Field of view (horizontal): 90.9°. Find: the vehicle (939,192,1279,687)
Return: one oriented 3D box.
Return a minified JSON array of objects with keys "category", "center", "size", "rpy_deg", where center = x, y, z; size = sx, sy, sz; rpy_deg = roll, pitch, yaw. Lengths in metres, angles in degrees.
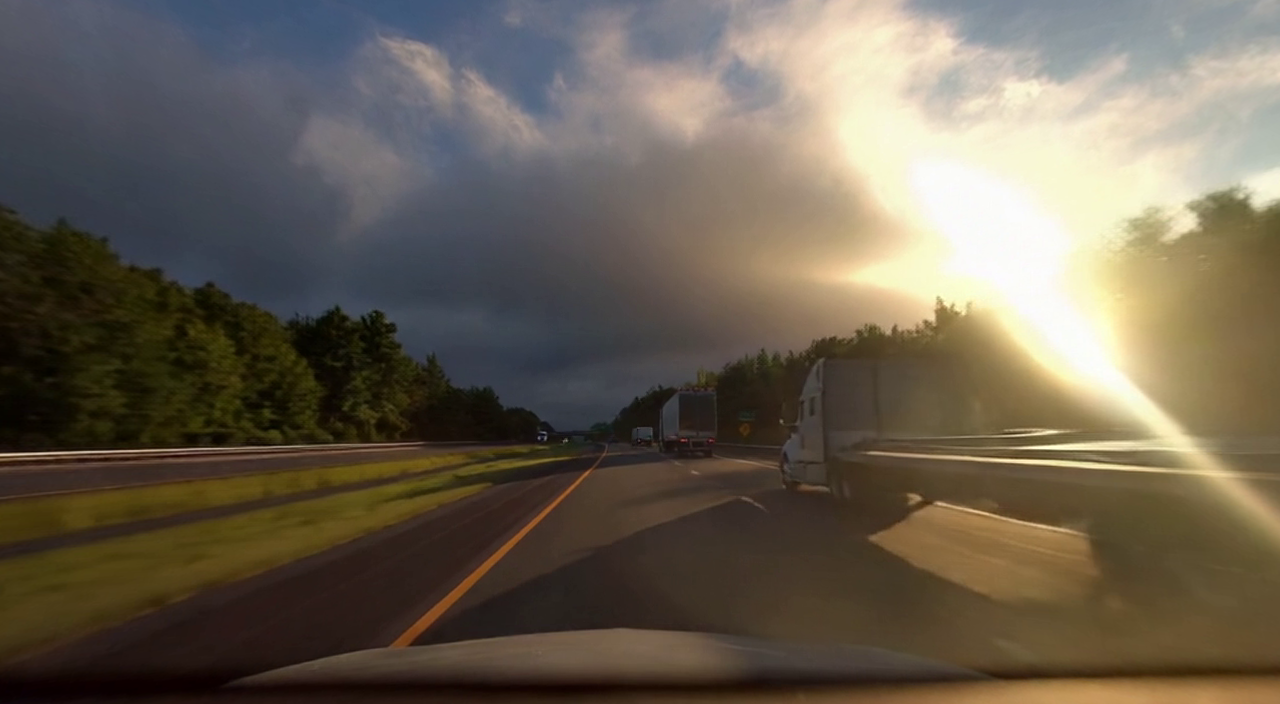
[{"category":"vehicle","center":[4.900,0.546,3.976],"size":[2.741,2.716,6.323],"rpy_deg":[0,-8,-2]}]

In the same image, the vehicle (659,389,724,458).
[{"category":"vehicle","center":[3.217,5.065,43.352],"size":[2.974,4.003,12.849],"rpy_deg":[1,-8,-2]}]
